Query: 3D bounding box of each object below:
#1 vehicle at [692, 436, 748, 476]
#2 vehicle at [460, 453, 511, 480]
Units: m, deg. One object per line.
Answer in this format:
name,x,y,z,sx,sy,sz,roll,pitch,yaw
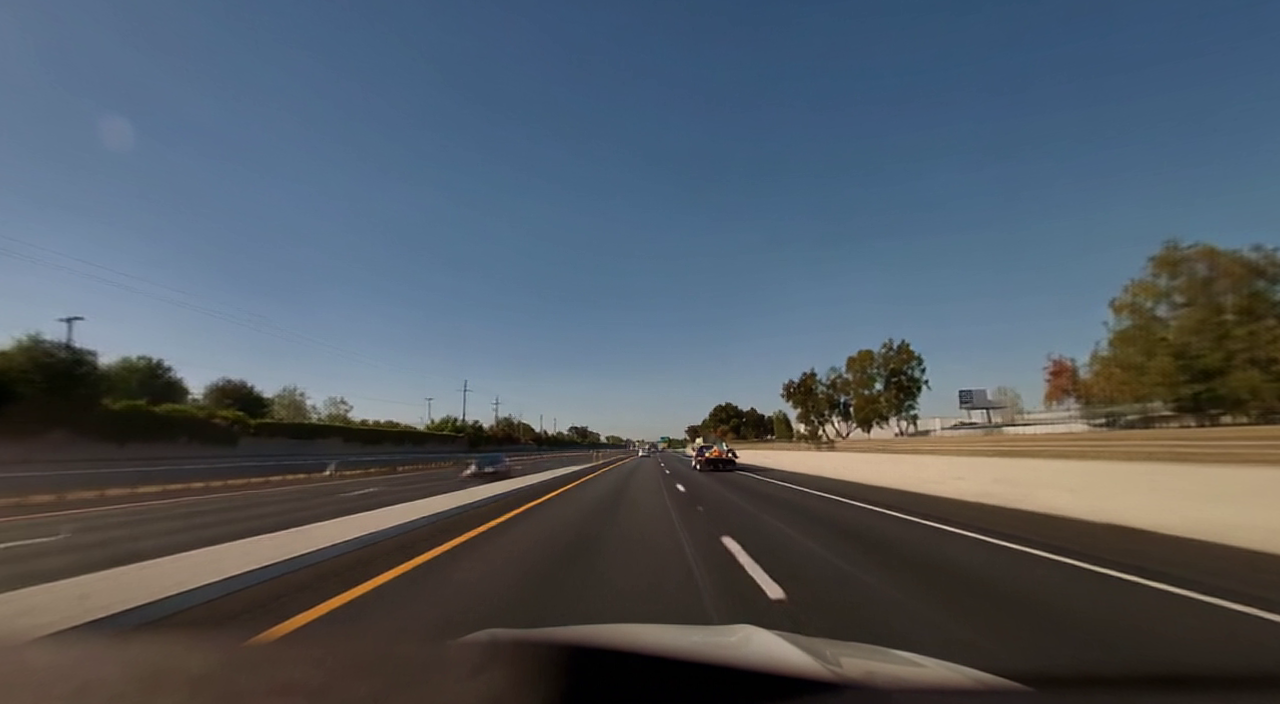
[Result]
vehicle,4.345,5.793,35.315,2.309,2.003,5.139,0,-9,-2
vehicle,-9.330,6.926,38.519,1.898,1.480,4.694,0,-9,0
